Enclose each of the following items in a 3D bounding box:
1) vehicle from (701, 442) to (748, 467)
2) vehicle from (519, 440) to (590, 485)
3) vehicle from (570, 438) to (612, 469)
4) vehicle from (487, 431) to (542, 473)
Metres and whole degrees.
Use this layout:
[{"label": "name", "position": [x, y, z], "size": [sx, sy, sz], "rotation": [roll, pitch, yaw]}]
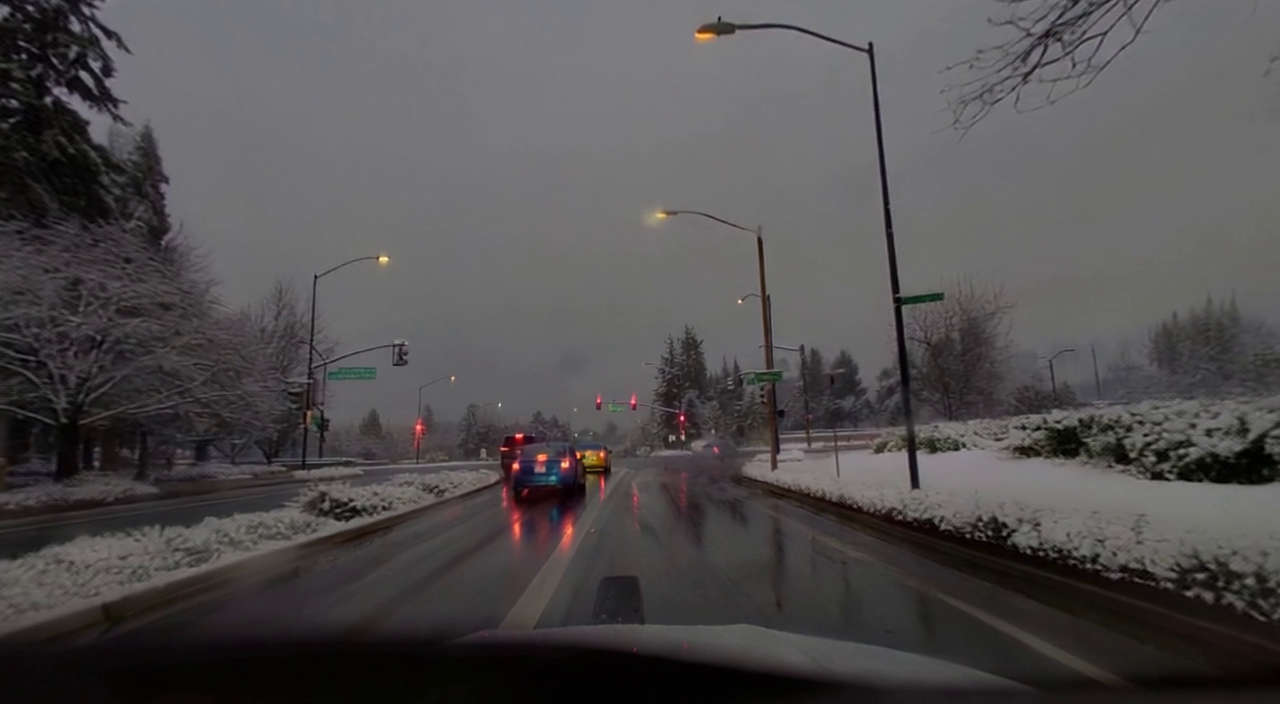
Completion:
[{"label": "vehicle", "position": [5.308, 6.342, 39.236], "size": [1.945, 1.410, 4.284], "rotation": [-3, -9, 21]}, {"label": "vehicle", "position": [-3.026, 4.006, 23.178], "size": [1.979, 1.492, 3.930], "rotation": [0, -9, 1]}, {"label": "vehicle", "position": [-2.800, 5.908, 36.932], "size": [2.055, 1.679, 4.155], "rotation": [0, -9, 1]}, {"label": "vehicle", "position": [-6.559, 5.277, 33.548], "size": [2.390, 2.020, 5.085], "rotation": [1, -9, -6]}]
